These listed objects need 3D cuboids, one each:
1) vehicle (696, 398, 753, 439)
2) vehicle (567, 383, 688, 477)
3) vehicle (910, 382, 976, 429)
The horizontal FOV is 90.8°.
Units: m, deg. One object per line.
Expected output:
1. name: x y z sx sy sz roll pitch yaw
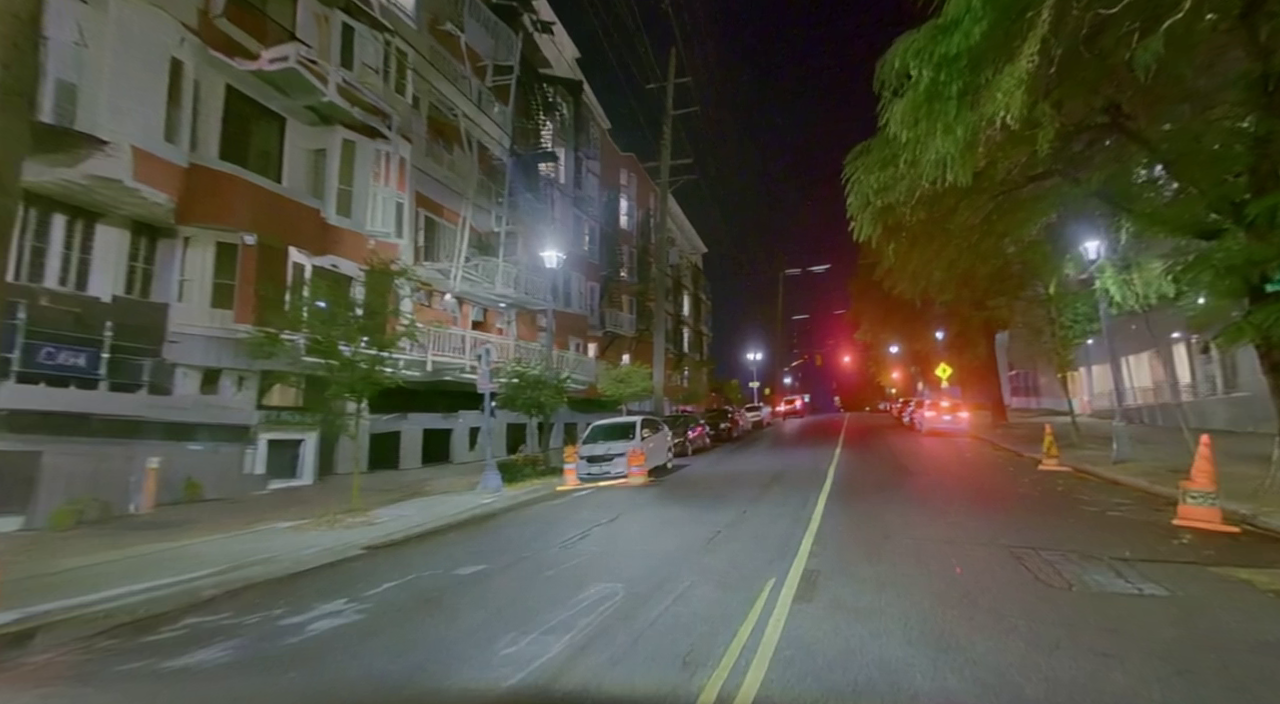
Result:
1. vehicle: 3.967 3.131 29.024 1.996 1.695 4.127 -3 -9 15
2. vehicle: -0.201 2.140 16.911 1.894 2.186 3.901 -4 -9 20
3. vehicle: 13.410 2.457 28.205 1.994 1.857 4.393 -1 -8 17
